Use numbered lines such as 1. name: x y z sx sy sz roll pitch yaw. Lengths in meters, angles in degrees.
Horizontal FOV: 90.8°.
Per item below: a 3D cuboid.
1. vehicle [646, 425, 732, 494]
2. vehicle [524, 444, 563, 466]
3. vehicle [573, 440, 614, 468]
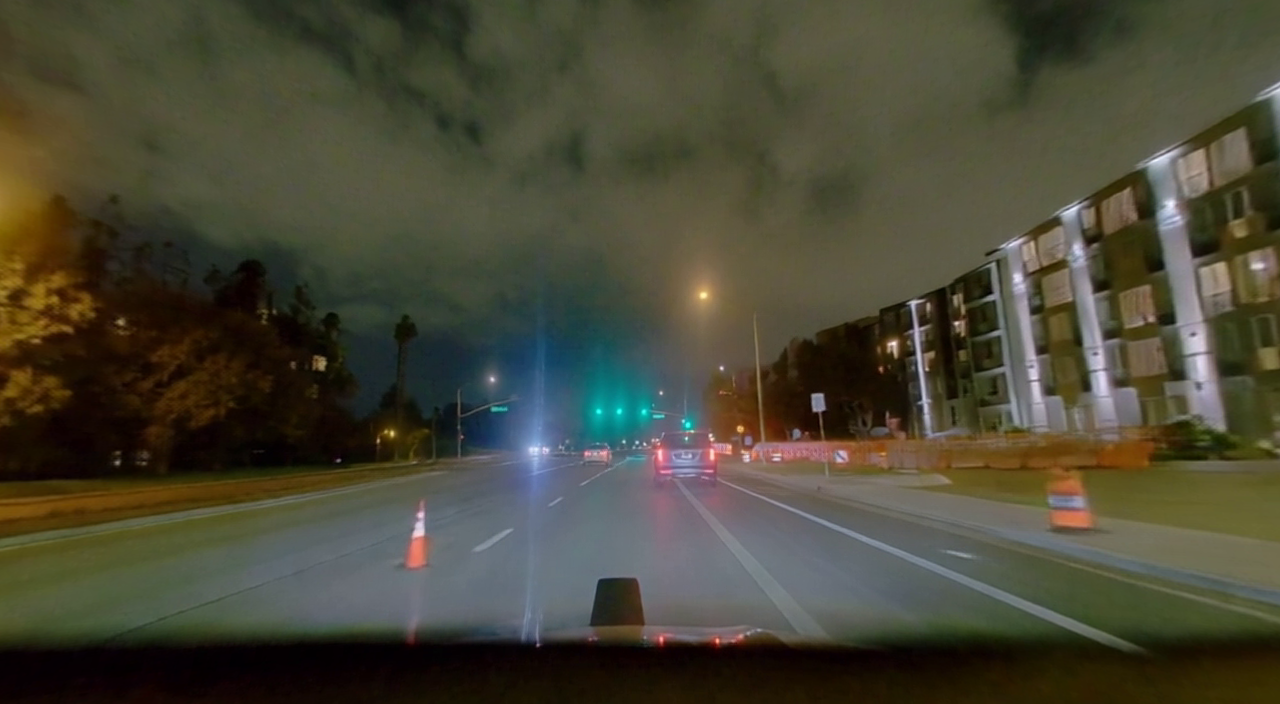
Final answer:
1. vehicle: 1.325 3.189 19.047 2.197 1.835 4.316 0 -8 0
2. vehicle: -6.862 7.354 45.451 1.928 1.488 4.635 0 -8 2
3. vehicle: -2.826 6.322 39.378 2.121 1.654 3.993 0 -8 1
